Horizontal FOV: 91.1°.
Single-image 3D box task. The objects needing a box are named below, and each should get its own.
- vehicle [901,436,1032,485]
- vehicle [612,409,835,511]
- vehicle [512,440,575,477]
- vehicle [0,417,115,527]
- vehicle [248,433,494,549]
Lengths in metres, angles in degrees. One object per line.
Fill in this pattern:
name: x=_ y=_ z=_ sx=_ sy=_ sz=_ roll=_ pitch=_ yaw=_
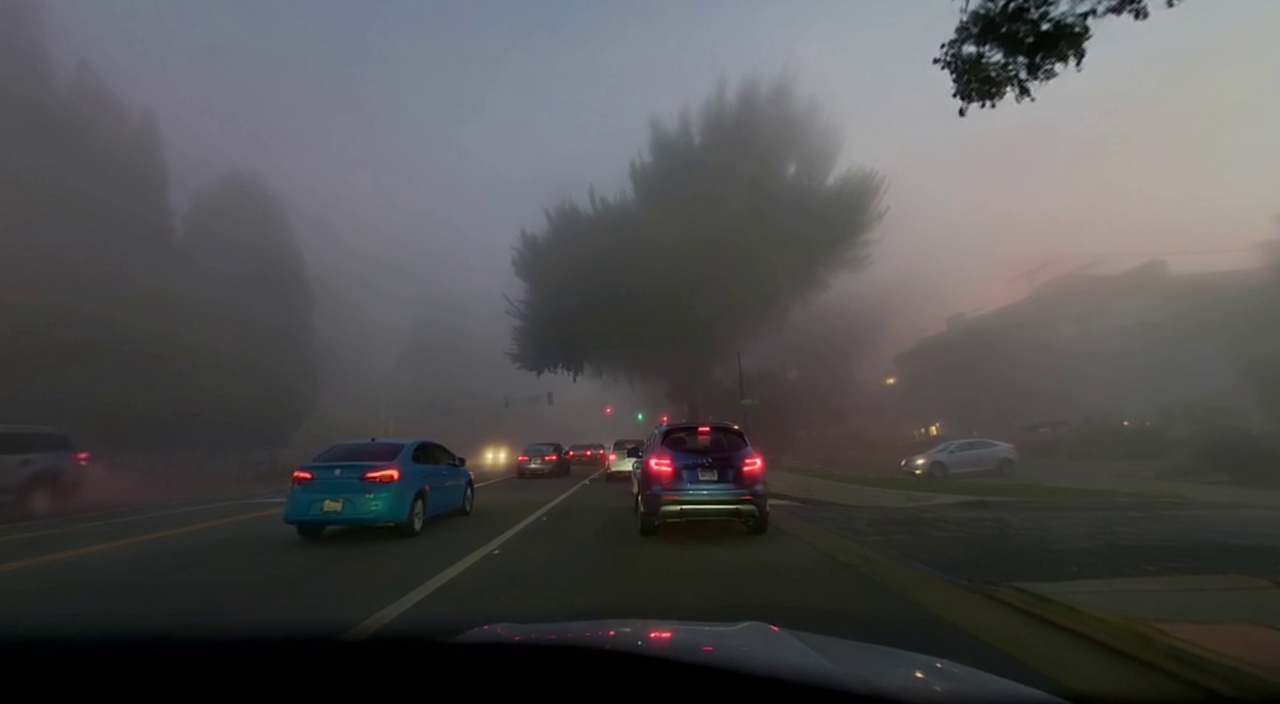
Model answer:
vehicle: x=12.296 y=4.105 z=23.836 sx=3.871 sy=1.525 sz=1.835 roll=-3 pitch=-9 yaw=0
vehicle: x=1.780 y=2.419 z=14.403 sx=4.642 sy=1.955 sz=2.052 roll=-7 pitch=-11 yaw=39
vehicle: x=-4.039 y=4.536 z=27.007 sx=2.042 sy=1.470 sz=4.123 roll=0 pitch=-8 yaw=0
vehicle: x=-17.064 y=2.973 z=15.534 sx=2.537 sy=2.696 sz=6.281 roll=0 pitch=-9 yaw=1
vehicle: x=-3.949 y=2.097 z=10.225 sx=2.026 sy=1.466 sz=4.282 roll=0 pitch=-8 yaw=1
